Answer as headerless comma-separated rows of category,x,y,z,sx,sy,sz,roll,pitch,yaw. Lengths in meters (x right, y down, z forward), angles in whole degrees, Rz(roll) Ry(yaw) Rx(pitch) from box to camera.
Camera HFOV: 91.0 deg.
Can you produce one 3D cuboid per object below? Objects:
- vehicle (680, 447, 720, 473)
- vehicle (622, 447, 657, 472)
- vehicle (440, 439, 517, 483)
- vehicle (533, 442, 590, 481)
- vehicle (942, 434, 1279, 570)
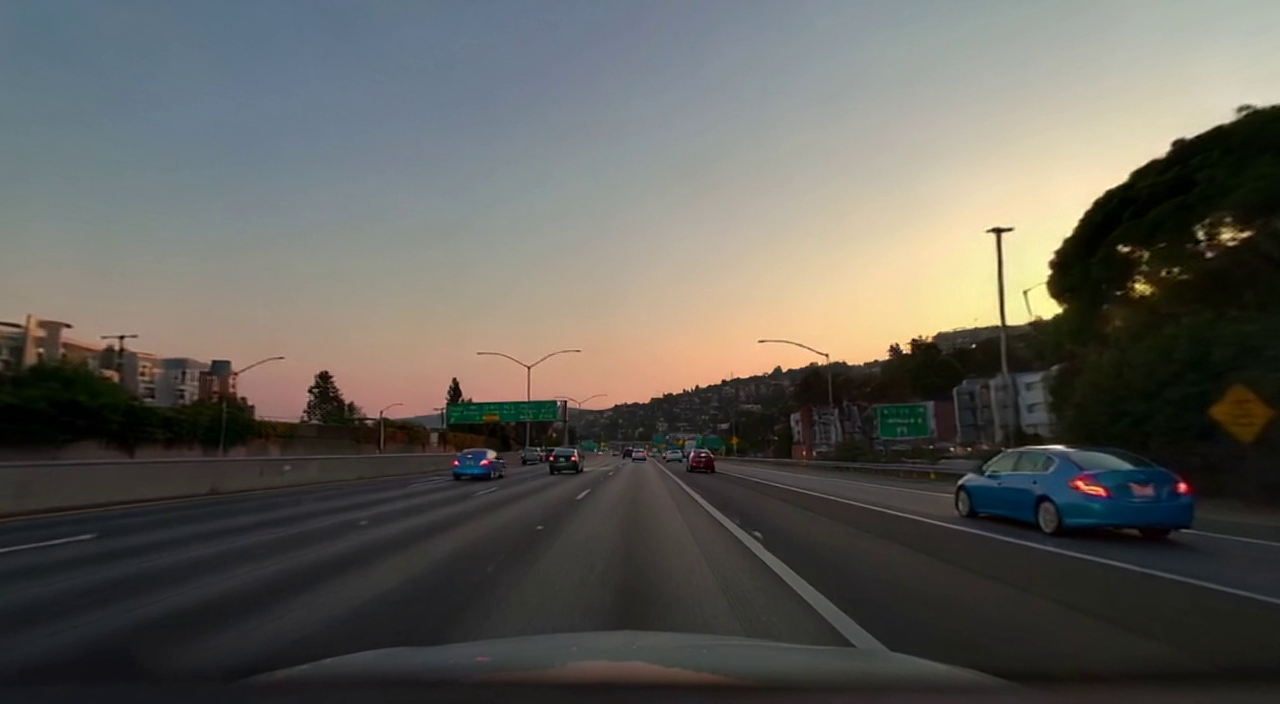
vehicle,3.805,6.892,40.535,2.077,1.527,4.553,0,-9,-1
vehicle,-0.021,7.029,41.475,2.166,1.496,4.158,0,-9,0
vehicle,-6.781,4.621,26.997,2.112,1.721,4.381,0,-9,0
vehicle,-3.576,5.068,29.521,2.091,1.664,4.157,0,-9,1
vehicle,6.795,2.124,9.787,1.981,1.587,4.519,0,-9,0
